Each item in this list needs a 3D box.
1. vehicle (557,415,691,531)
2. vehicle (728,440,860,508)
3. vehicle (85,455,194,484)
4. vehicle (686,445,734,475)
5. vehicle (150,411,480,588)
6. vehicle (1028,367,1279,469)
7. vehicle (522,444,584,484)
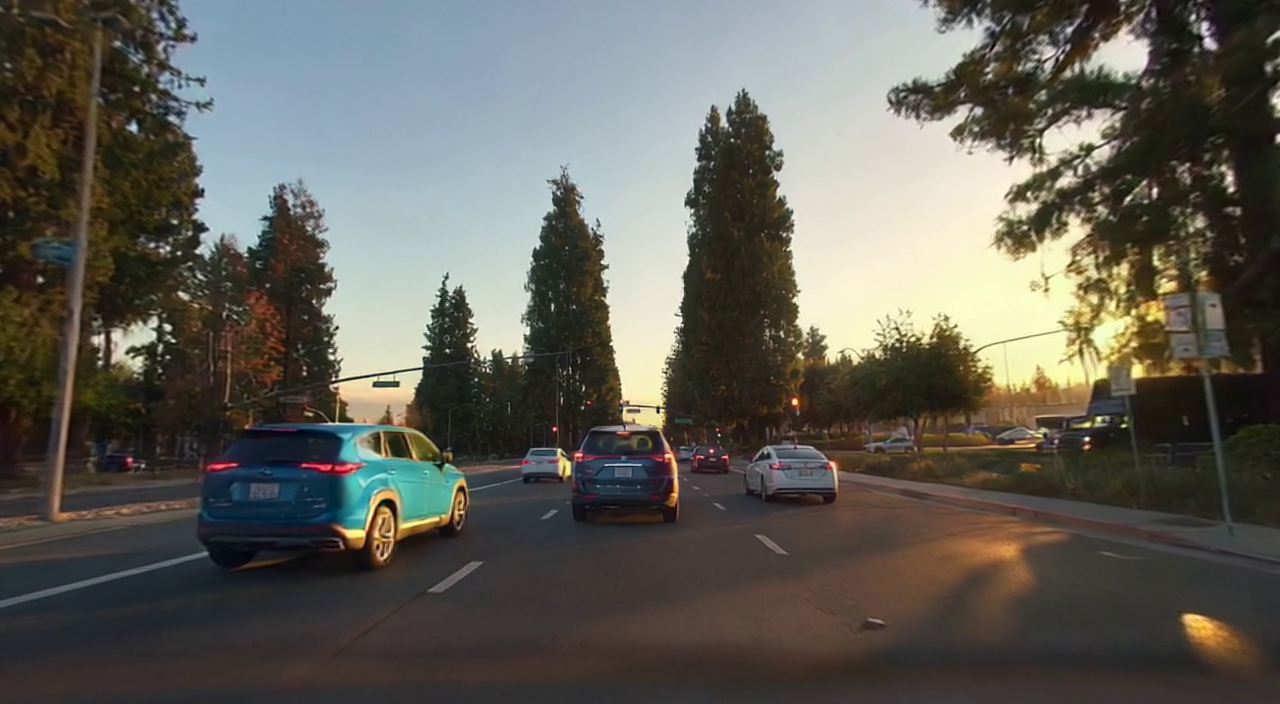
[{"bbox_3d":[-0.250,2.261,12.316,2.132,1.816,4.471,0,-8,0],"label":"vehicle"},{"bbox_3d":[3.766,3.077,16.458,2.036,1.480,4.659,0,-8,-3],"label":"vehicle"},{"bbox_3d":[-33.954,7.973,42.912,5.352,1.850,2.276,0,-8,-2],"label":"vehicle"},{"bbox_3d":[3.574,5.641,33.115,1.996,1.443,4.270,0,-8,-1],"label":"vehicle"},{"bbox_3d":[-3.733,1.759,8.352,2.039,1.709,4.265,0,-8,1],"label":"vehicle"},{"bbox_3d":[17.795,2.281,21.415,7.314,3.230,2.680,0,-8,-1],"label":"vehicle"},{"bbox_3d":[-3.444,4.509,25.765,1.897,1.479,4.204,0,-8,1],"label":"vehicle"}]
